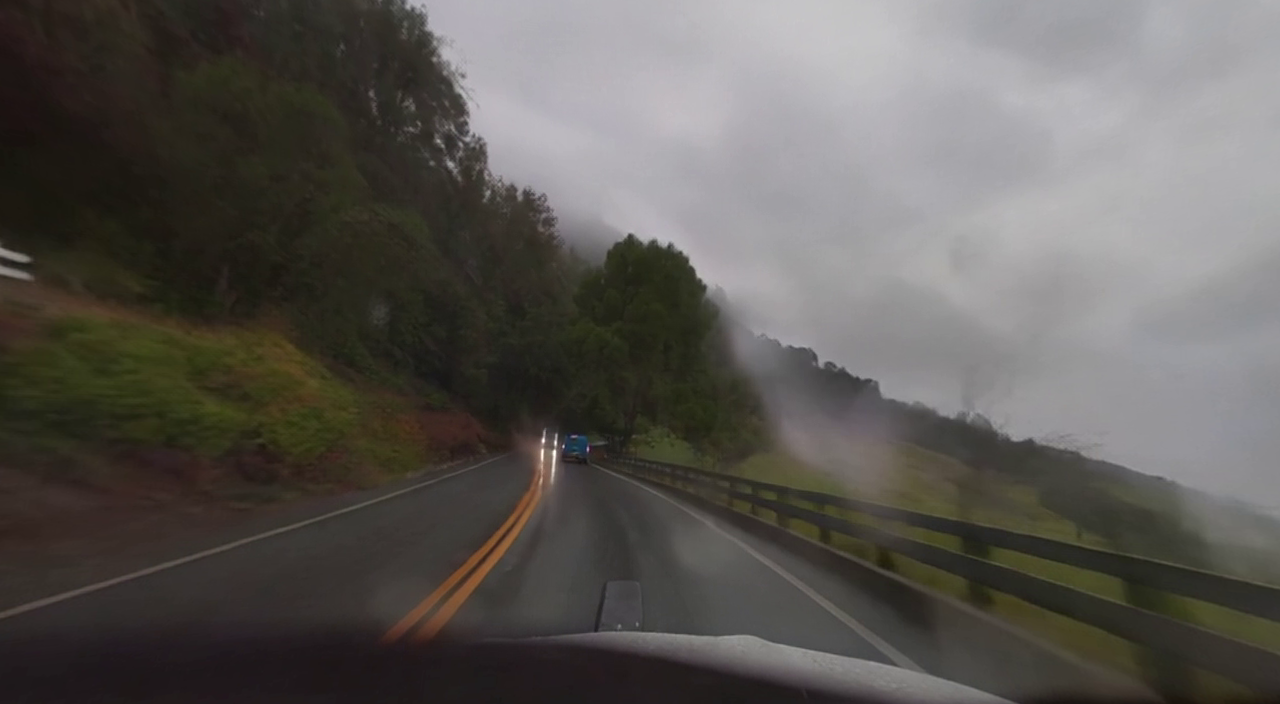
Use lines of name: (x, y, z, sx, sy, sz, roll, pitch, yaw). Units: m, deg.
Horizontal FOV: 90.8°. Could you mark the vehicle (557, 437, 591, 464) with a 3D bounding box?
vehicle: (-5.118, 7.494, 48.273, 2.439, 1.912, 5.605, 1, -9, -7)
